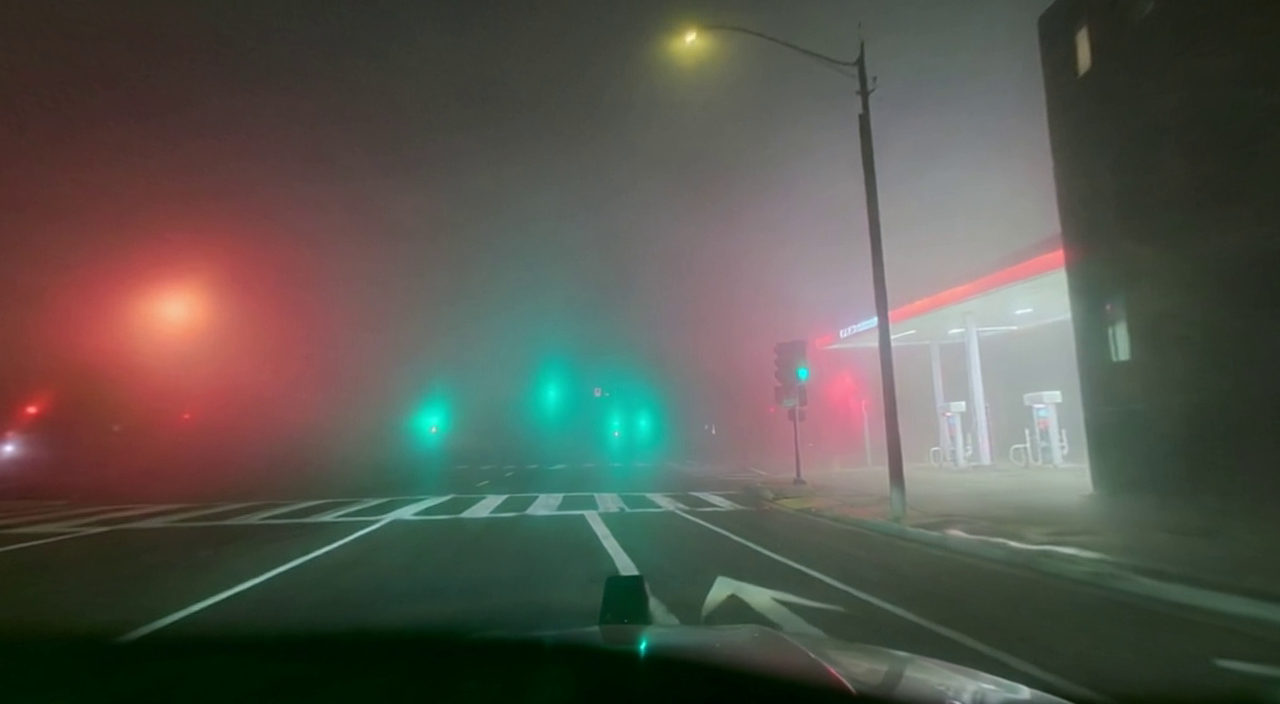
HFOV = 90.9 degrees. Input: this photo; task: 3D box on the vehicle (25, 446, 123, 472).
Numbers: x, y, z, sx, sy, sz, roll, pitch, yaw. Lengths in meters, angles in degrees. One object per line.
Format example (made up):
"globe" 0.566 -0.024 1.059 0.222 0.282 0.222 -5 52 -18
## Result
"vehicle" -43.660 8.238 48.813 2.013 1.811 5.508 -1 -8 8
